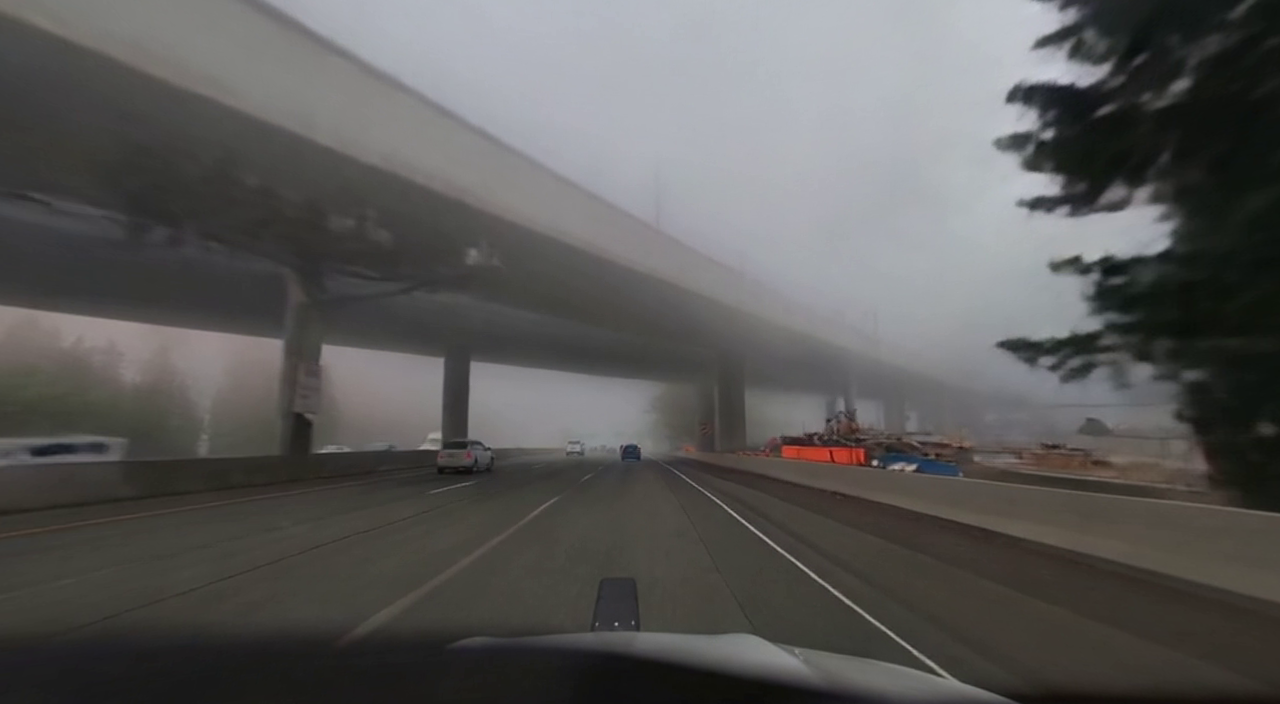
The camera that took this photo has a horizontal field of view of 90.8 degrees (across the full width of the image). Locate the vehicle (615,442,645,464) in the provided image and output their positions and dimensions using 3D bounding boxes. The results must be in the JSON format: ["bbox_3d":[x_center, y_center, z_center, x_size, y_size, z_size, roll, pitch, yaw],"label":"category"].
[{"bbox_3d":[-0.733,7.202,45.293,2.051,1.459,4.092,0,-8,0],"label":"vehicle"}]

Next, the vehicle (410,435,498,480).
[{"bbox_3d":[-7.187,4.114,24.888,2.128,1.604,4.279,0,-8,0],"label":"vehicle"}]
